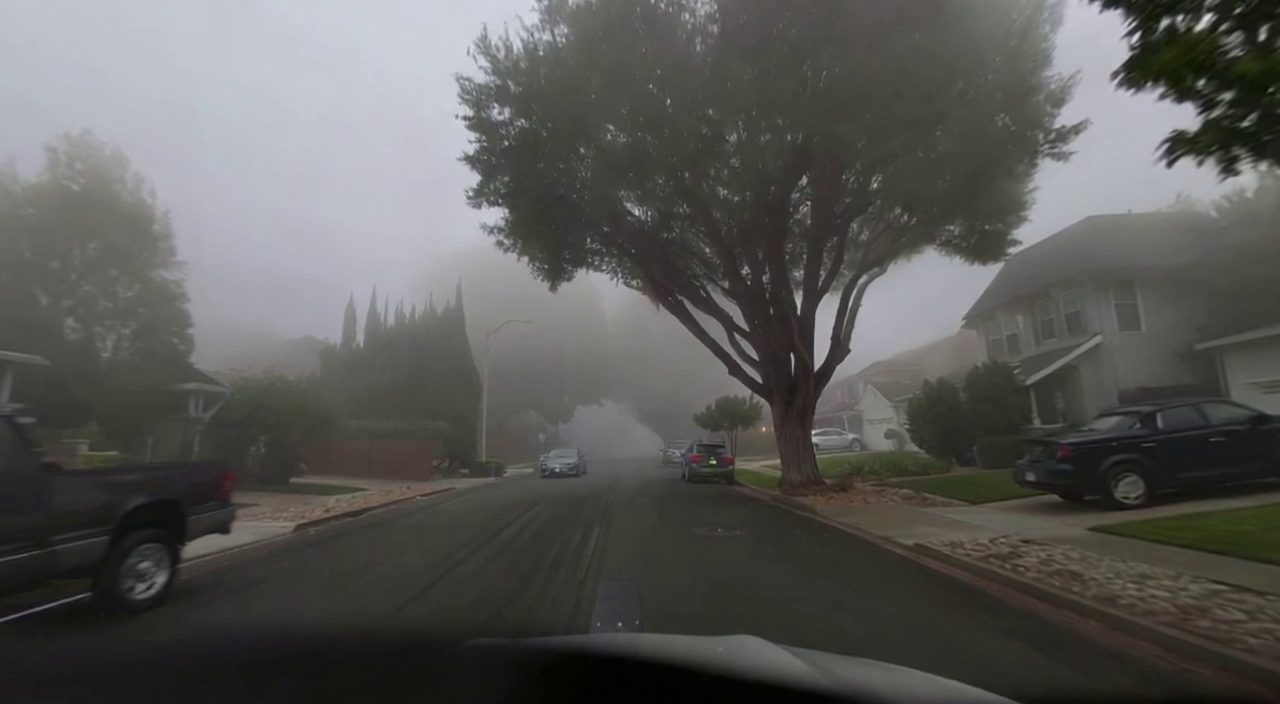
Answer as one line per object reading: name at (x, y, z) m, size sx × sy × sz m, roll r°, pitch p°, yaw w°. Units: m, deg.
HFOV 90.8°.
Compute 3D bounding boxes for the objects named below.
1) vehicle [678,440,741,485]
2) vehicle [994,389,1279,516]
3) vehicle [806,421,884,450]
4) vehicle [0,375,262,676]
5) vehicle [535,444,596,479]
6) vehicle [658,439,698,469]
vehicle at (2.756, 4.512, 26.120) m, size 2.079 × 1.651 × 4.783 m, roll 0°, pitch -9°, yaw 1°
vehicle at (11.228, 1.935, 12.498) m, size 6.969 × 2.120 × 2.256 m, roll -2°, pitch -10°, yaw -1°
vehicle at (13.007, 5.302, 40.372) m, size 4.310 × 1.805 × 2.289 m, roll -1°, pitch -7°, yaw 6°
vehicle at (-5.427, 1.092, 3.943) m, size 2.221 × 1.993 × 5.874 m, roll 1°, pitch -9°, yaw 3°
vehicle at (-3.415, 5.151, 29.956) m, size 2.104 × 1.497 × 4.781 m, roll 0°, pitch -9°, yaw 3°
vehicle at (2.526, 7.049, 43.806) m, size 2.350 × 1.912 × 5.696 m, roll 0°, pitch -9°, yaw -1°
